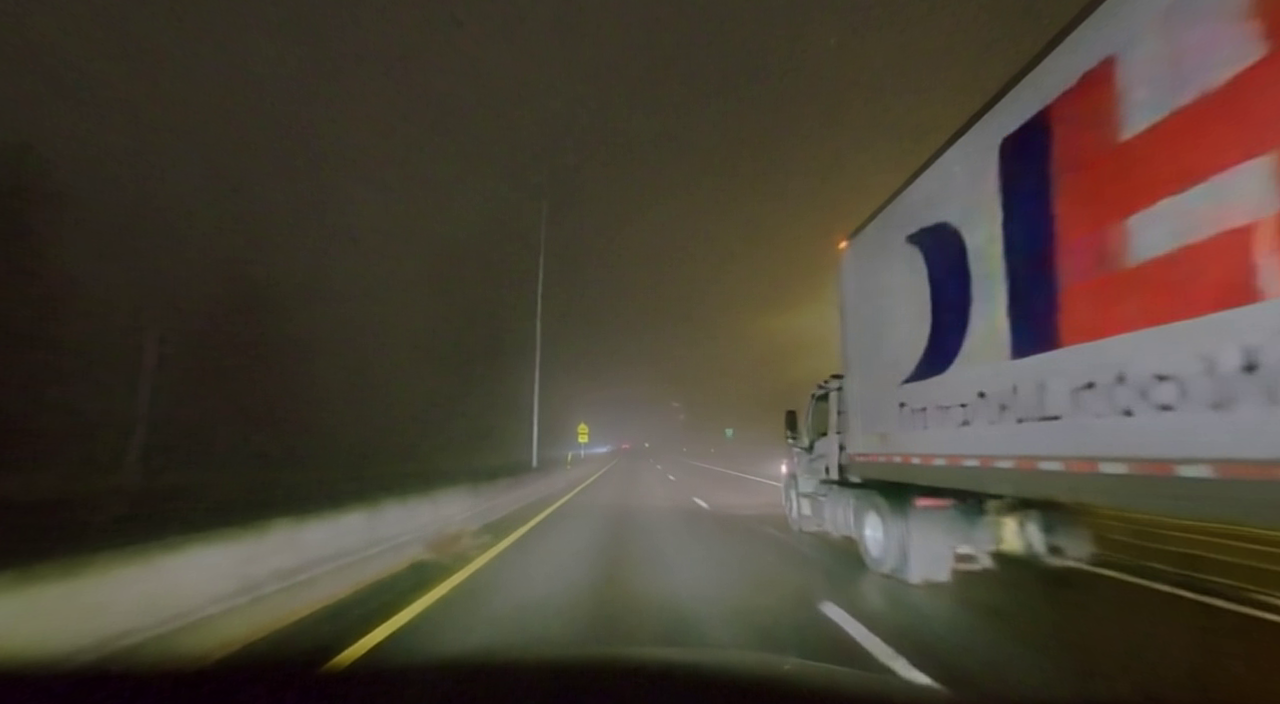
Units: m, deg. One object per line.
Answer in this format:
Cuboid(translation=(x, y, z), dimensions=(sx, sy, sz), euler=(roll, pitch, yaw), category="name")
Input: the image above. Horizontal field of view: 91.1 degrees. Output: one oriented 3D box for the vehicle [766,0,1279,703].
Cuboid(translation=(3.648, -0.272, 4.543), dimensions=(3.172, 4.080, 10.974), euler=(0, -10, 0), category="vehicle")
